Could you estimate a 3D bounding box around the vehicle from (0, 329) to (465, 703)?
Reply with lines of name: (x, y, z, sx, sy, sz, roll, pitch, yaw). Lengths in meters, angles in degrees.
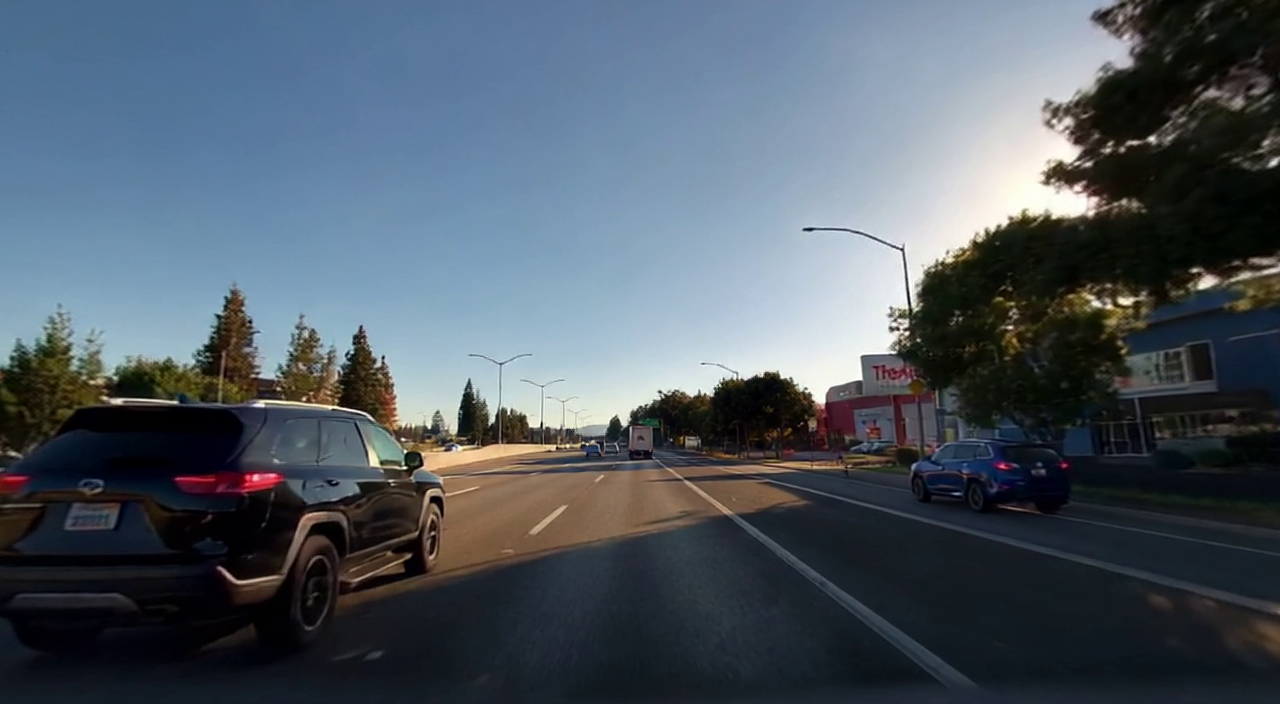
vehicle: (-3.253, 1.164, 5.190, 2.178, 1.826, 4.933, 0, -9, 0)

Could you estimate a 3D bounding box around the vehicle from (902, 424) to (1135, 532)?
vehicle: (6.856, 2.301, 12.040, 1.958, 1.681, 4.109, 0, -9, 2)
